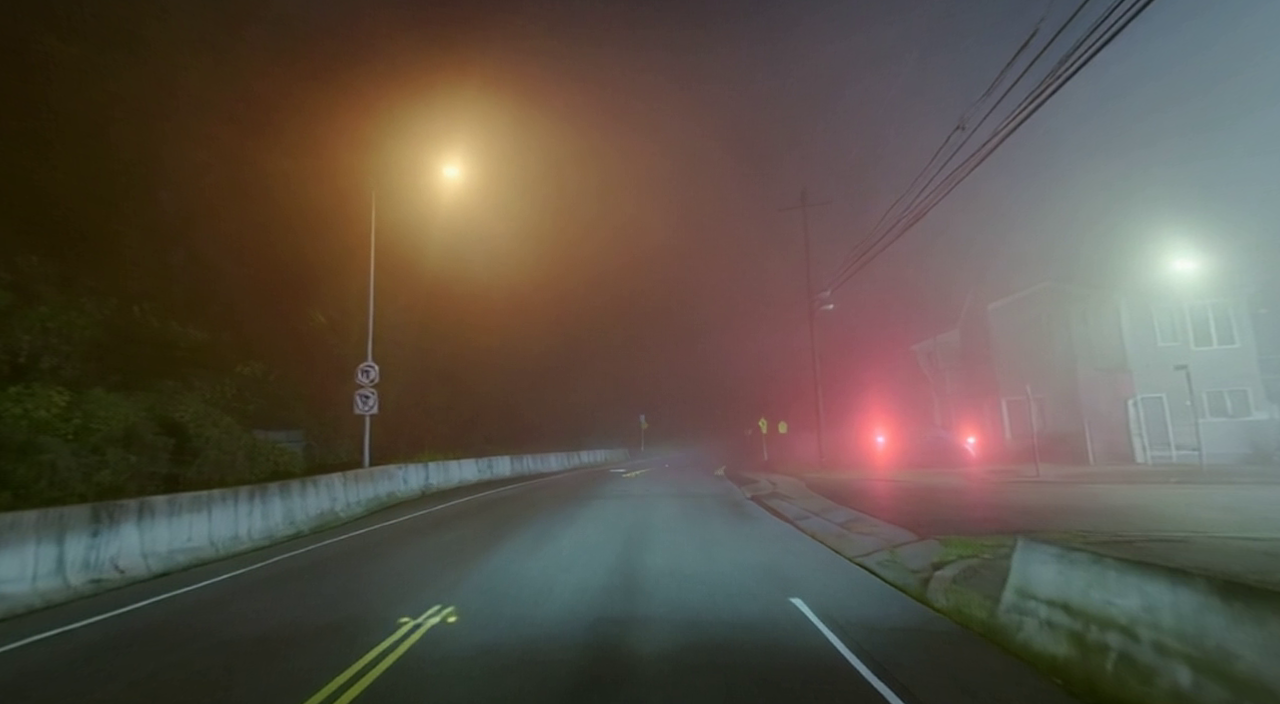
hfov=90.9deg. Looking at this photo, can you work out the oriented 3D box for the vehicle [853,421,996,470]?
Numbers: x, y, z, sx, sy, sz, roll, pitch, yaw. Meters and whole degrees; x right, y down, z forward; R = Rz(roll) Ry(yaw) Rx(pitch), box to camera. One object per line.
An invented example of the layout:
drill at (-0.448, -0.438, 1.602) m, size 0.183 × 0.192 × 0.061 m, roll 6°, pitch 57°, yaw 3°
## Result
vehicle at (10.862, 3.600, 24.354) m, size 4.614 × 1.764 × 1.860 m, roll 0°, pitch -8°, yaw 6°
